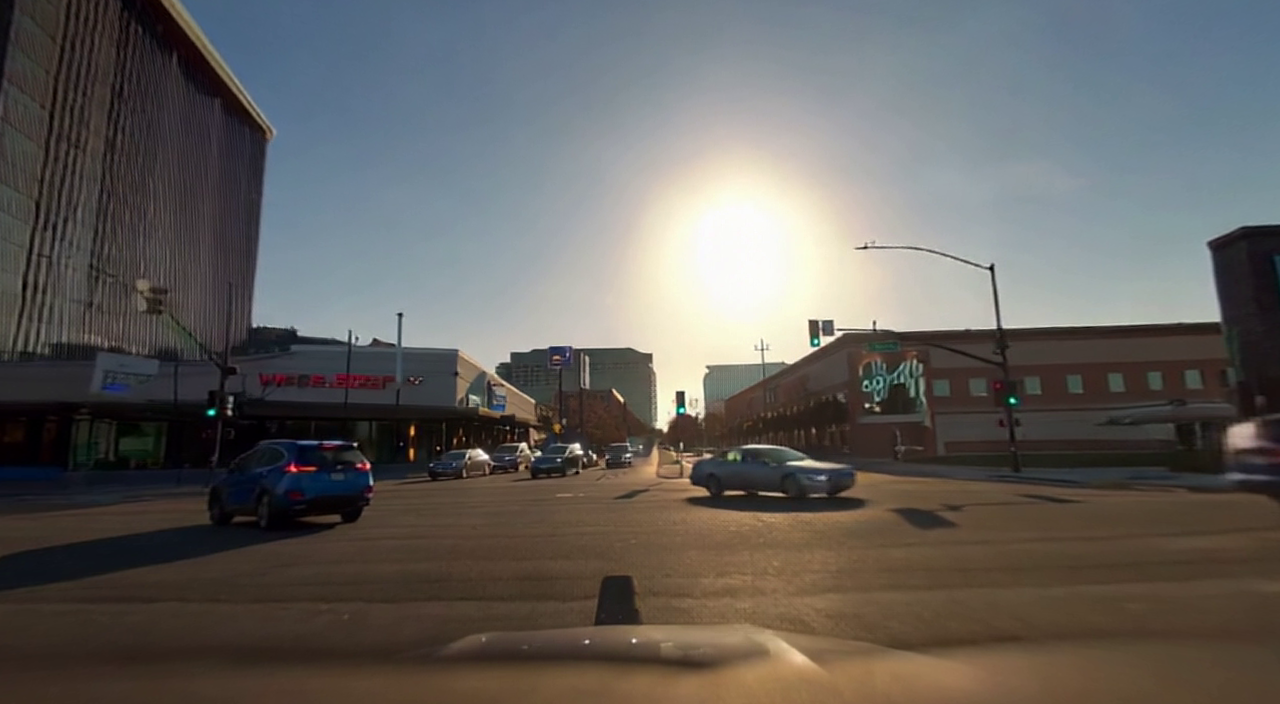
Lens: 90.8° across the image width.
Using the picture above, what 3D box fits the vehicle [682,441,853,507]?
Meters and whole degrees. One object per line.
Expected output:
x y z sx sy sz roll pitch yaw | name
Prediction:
3.460 3.414 18.225 2.142 1.607 4.733 5 -10 -31 | vehicle

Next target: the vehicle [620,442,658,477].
0.014 6.451 38.252 2.160 1.948 4.784 0 -9 2 | vehicle

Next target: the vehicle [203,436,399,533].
-7.593 2.802 14.003 4.445 1.762 2.238 -8 -11 40 | vehicle

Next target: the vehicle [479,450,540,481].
-6.933 6.092 34.053 2.163 1.529 4.210 -1 -9 3 | vehicle

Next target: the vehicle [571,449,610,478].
-3.032 6.945 39.643 1.975 1.690 4.094 0 -9 2 | vehicle

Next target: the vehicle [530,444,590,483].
-3.891 5.498 31.495 2.162 1.788 4.603 -1 -9 3 | vehicle

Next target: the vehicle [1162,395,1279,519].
14.039 1.932 11.743 5.960 2.200 2.708 -4 -9 22 | vehicle

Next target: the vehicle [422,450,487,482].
-10.148 6.239 34.921 2.005 1.596 4.342 -1 -9 4 | vehicle
